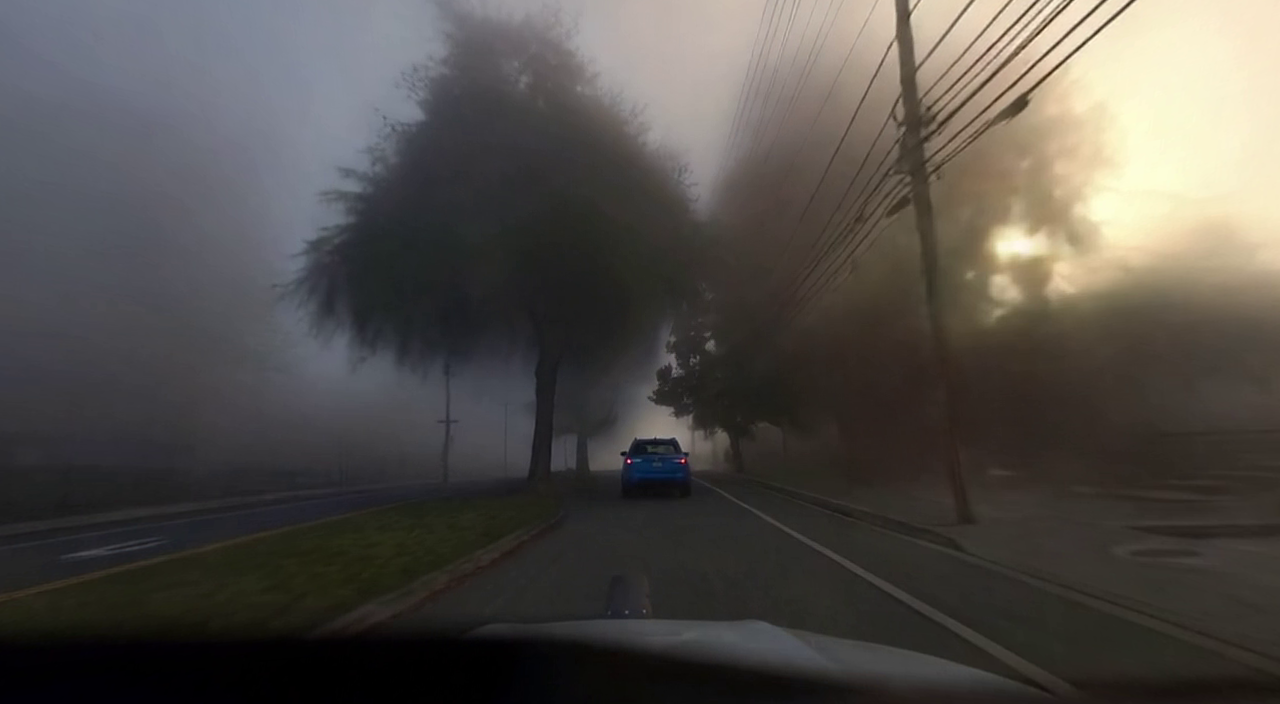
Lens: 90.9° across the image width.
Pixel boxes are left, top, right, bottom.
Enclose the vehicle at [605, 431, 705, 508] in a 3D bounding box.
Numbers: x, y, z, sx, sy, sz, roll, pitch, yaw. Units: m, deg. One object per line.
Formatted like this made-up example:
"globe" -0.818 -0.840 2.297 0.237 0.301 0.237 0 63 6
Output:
"vehicle" 0.355 2.901 16.007 2.200 1.653 4.127 0 -8 1
